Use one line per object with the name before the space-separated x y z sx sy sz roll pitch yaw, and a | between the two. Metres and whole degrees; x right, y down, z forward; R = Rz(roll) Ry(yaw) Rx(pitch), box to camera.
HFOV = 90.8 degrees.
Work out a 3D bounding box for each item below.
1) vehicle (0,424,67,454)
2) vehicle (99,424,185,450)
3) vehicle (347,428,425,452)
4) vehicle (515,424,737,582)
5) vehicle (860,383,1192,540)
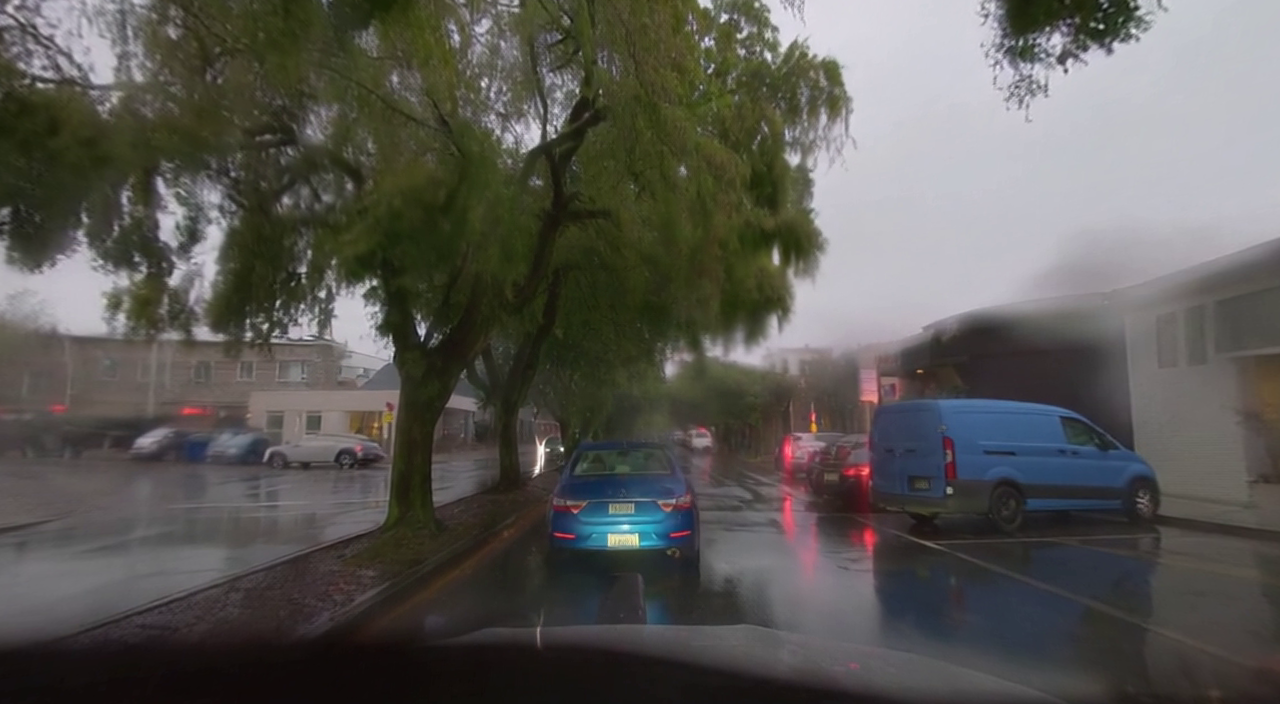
vehicle | -31.832 4.367 31.672 4.168 1.458 1.904 0 -9 -2
vehicle | -31.804 5.455 40.411 3.915 1.574 1.850 0 -9 3
vehicle | -18.453 6.428 46.065 4.892 1.679 1.927 1 -9 -6
vehicle | -0.194 1.746 8.220 2.065 1.450 4.522 0 -8 -2
vehicle | 6.652 1.821 10.870 5.385 2.146 2.143 4 -9 -25
